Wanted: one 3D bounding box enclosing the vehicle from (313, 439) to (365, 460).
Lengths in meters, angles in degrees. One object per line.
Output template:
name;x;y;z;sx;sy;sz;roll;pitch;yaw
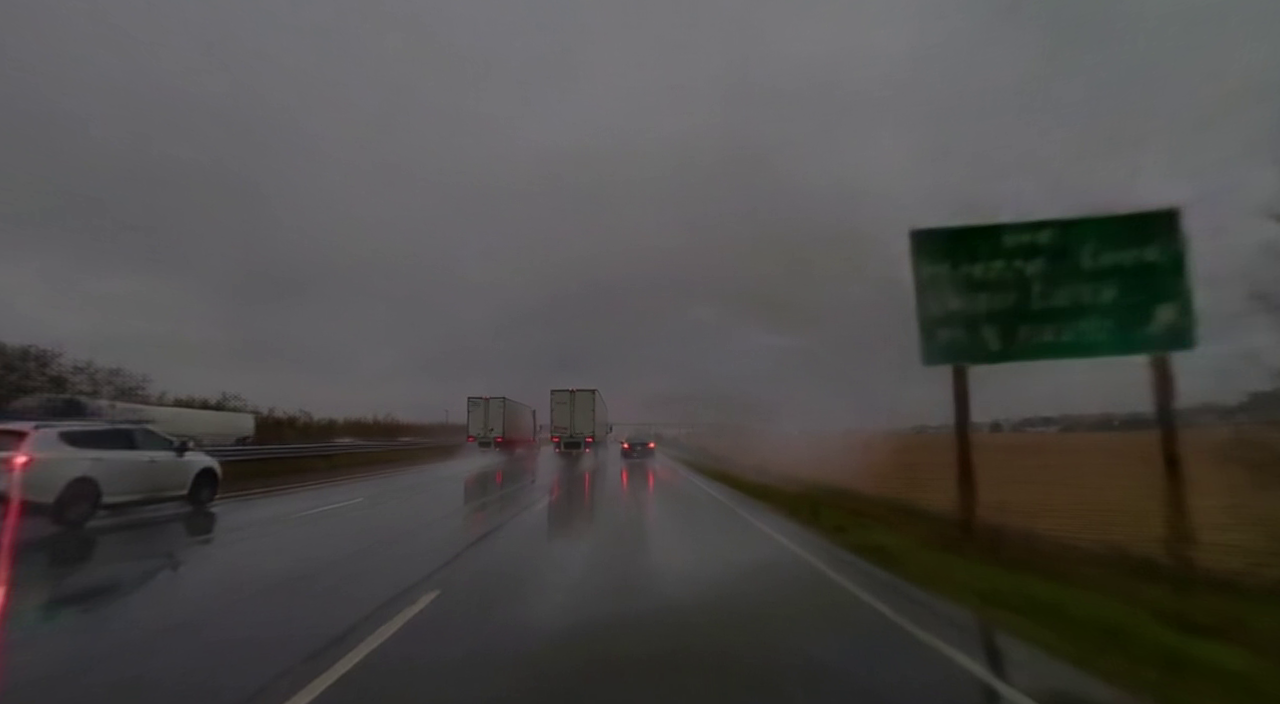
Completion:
vehicle;-23.681;7.661;49.665;1.962;1.548;4.510;0;-8;-1

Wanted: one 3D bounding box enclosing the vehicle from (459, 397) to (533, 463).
vehicle;-8.029;4.510;36.076;2.728;3.405;7.096;0;-8;-2

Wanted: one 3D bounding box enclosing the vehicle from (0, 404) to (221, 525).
vehicle;-10.751;2.056;12.092;2.153;1.841;4.790;0;-8;-1

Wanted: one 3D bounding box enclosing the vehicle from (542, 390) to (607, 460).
vehicle;-4.233;5.407;45.267;3.475;4.037;17.454;0;-8;-2

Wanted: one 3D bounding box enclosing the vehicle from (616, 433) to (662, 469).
vehicle;-0.104;4.362;28.015;1.891;1.477;3.599;0;-8;-2
